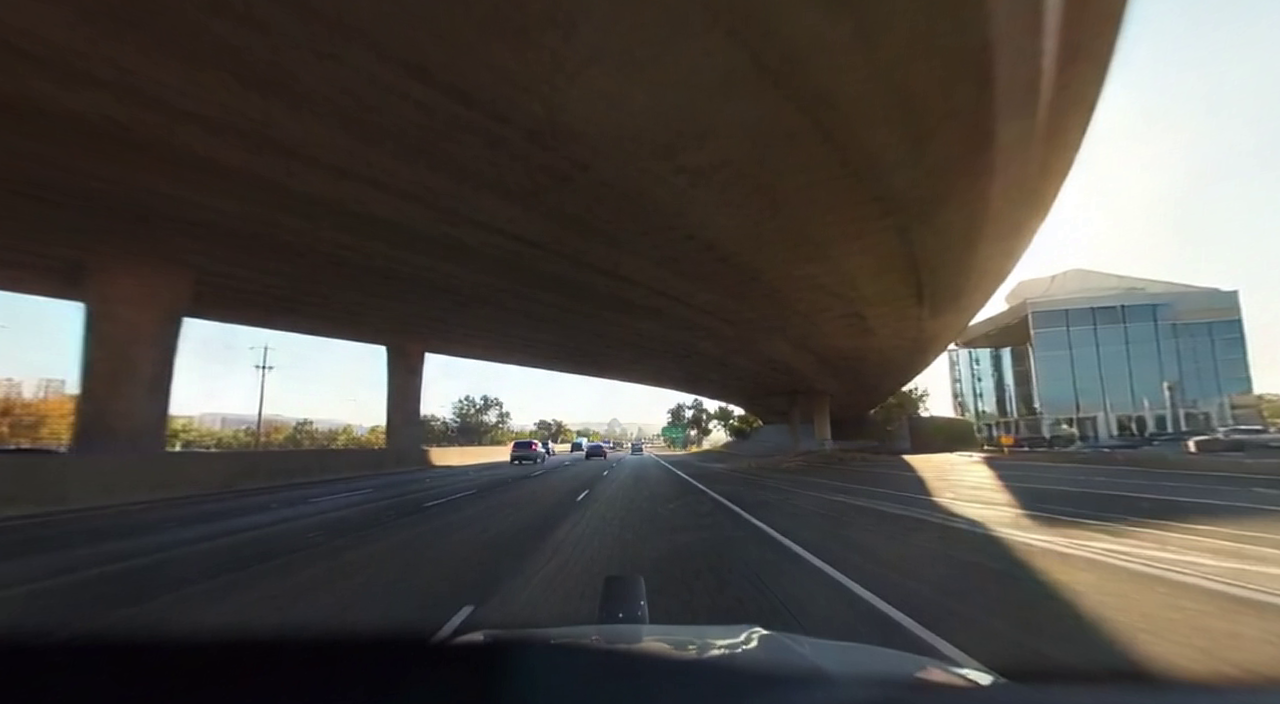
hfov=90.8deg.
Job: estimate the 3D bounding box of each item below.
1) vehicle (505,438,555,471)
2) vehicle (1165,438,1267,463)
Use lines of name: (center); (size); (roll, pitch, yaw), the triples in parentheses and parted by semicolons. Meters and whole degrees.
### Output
vehicle: (-6.281, 5.882, 36.668); (2.015, 1.762, 4.790); (0, -8, 0)
vehicle: (38.083, 6.510, 41.887); (1.813, 1.580, 4.571); (5, -10, -31)
